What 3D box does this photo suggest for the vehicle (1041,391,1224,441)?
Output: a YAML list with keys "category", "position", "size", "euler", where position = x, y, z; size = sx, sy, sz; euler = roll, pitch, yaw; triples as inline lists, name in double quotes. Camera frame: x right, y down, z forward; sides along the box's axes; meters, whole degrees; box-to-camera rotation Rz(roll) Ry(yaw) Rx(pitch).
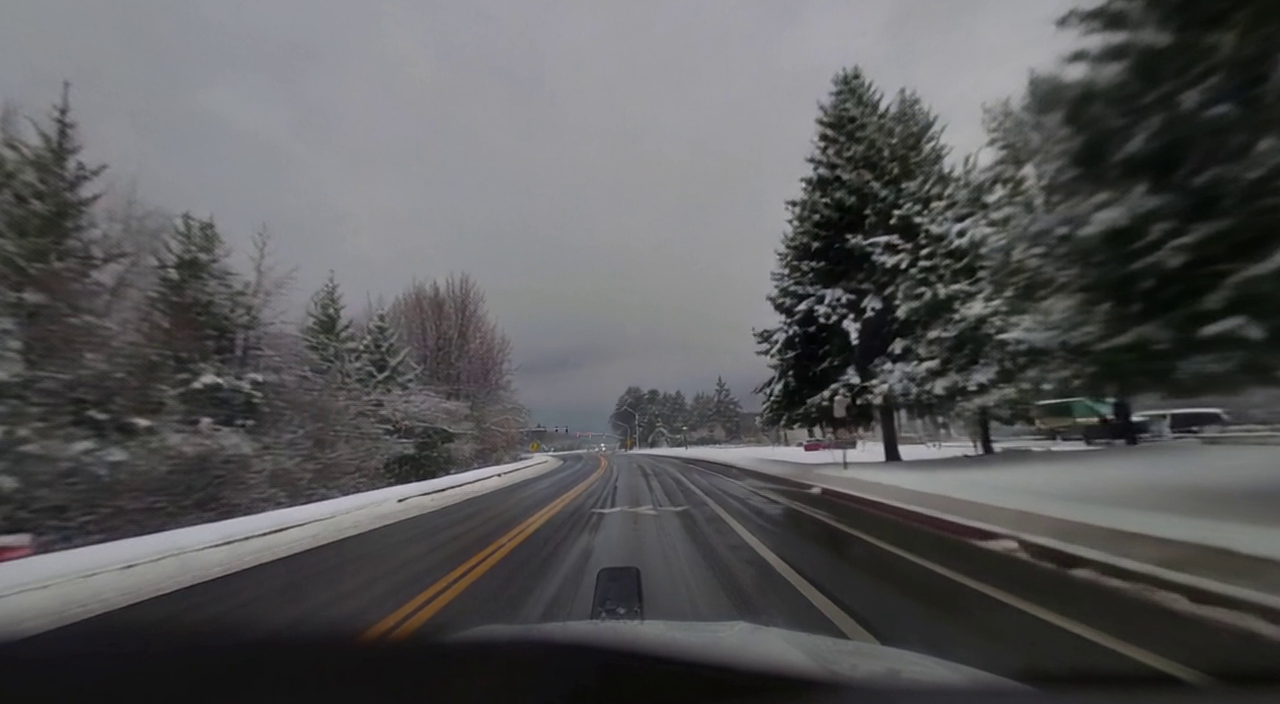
- category: "vehicle"
  position: [29.319, 3.893, 37.850]
  size: [8.483, 2.834, 2.843]
  euler: [0, -8, -1]
